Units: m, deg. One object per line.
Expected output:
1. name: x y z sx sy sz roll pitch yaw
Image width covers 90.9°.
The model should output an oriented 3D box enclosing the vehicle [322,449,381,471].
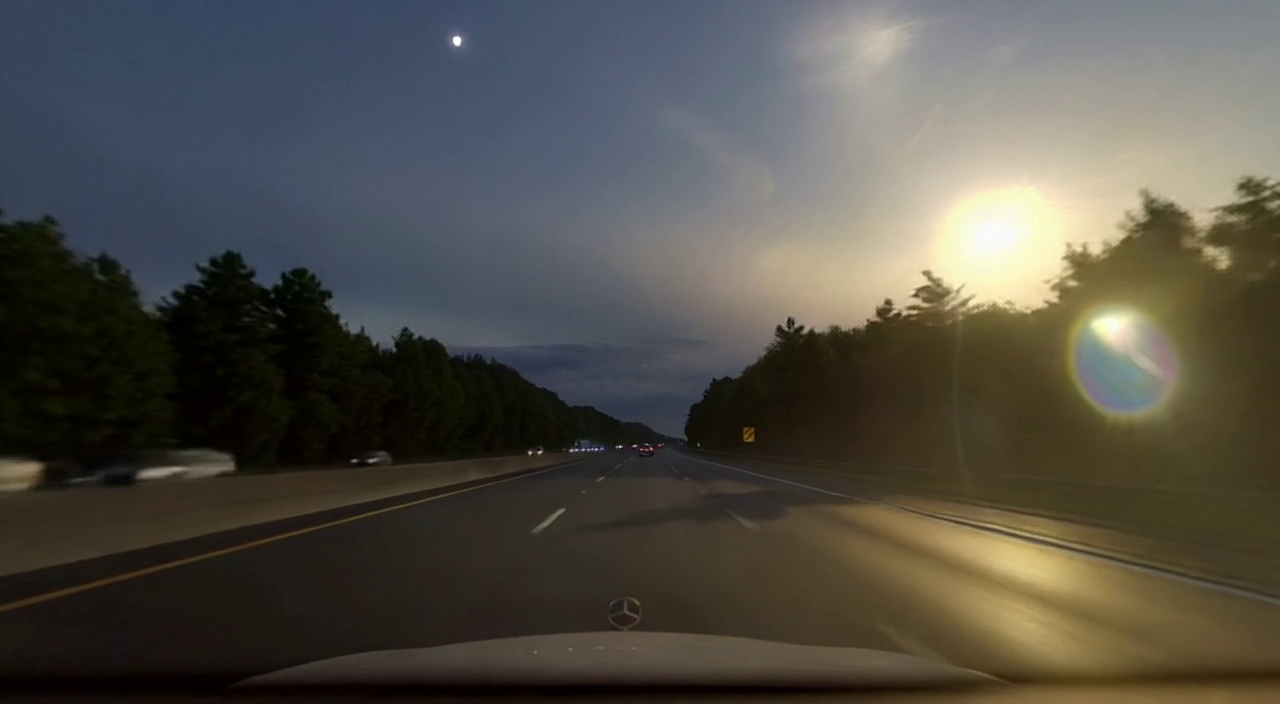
1. vehicle: -19.391 7.260 42.565 1.946 1.434 4.168 0 -9 1

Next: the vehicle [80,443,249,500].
1. vehicle: -15.596 3.921 21.085 2.012 1.658 4.590 0 -9 0
